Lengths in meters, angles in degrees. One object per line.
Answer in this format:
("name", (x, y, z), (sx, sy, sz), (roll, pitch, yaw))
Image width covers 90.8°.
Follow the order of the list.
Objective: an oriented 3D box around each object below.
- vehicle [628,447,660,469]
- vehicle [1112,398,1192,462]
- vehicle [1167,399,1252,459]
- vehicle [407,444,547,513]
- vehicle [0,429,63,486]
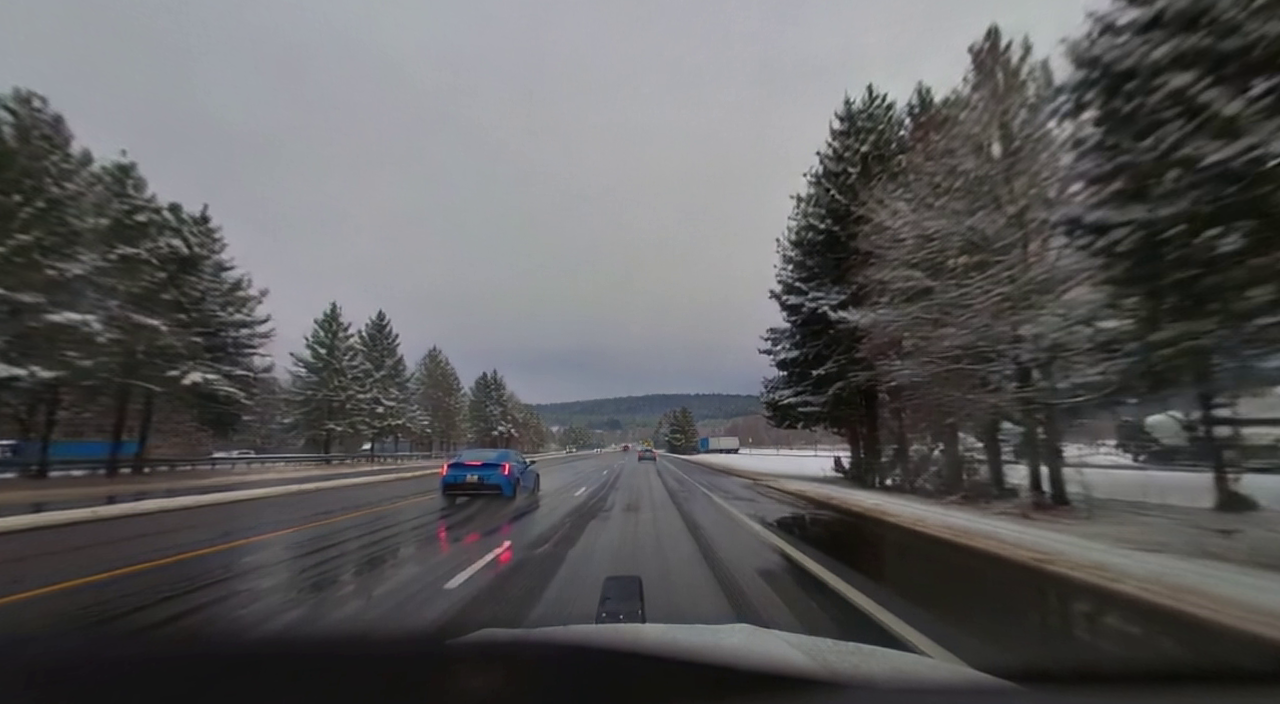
("vehicle", (0.259, 7.191, 42.958), (2.079, 1.450, 3.942), (0, -9, 0))
("vehicle", (38.408, 5.664, 47.031), (2.804, 4.067, 14.345), (-12, -12, 43))
("vehicle", (38.074, 5.247, 41.915), (12.517, 3.468, 2.964), (8, -12, -43))
("vehicle", (-3.840, 3.072, 15.875), (2.170, 1.451, 4.584), (0, -9, 2))
("vehicle", (-48.530, 8.054, 47.825), (2.886, 4.111, 6.848), (-3, -8, 1))
